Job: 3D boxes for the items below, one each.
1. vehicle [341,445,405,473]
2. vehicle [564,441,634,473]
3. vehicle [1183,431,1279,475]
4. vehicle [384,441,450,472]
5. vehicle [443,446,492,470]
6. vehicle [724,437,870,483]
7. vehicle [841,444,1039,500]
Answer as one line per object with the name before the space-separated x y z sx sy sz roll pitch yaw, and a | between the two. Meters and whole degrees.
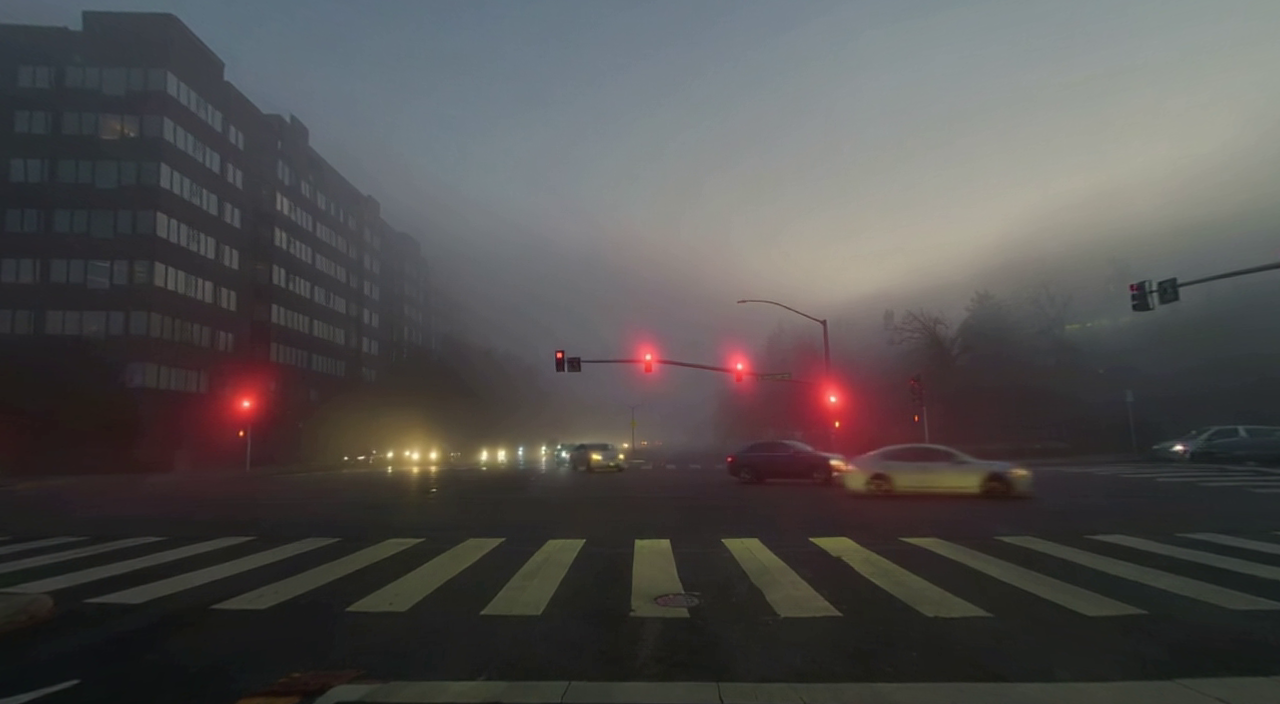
vehicle | -18.540 7.412 44.100 2.237 1.842 5.116 0 -9 0
vehicle | -2.176 5.287 32.084 2.115 1.445 4.864 3 -9 -22
vehicle | 22.329 3.559 22.357 4.474 1.477 1.908 0 -9 -2
vehicle | -15.126 7.122 43.228 2.340 1.946 5.450 -1 -9 2
vehicle | -11.630 7.142 42.814 2.003 1.476 4.297 -1 -9 2
vehicle | 5.587 3.831 22.627 4.637 1.461 2.109 -5 -10 30
vehicle | 7.412 3.016 16.051 4.093 1.288 1.910 -2 -9 8
